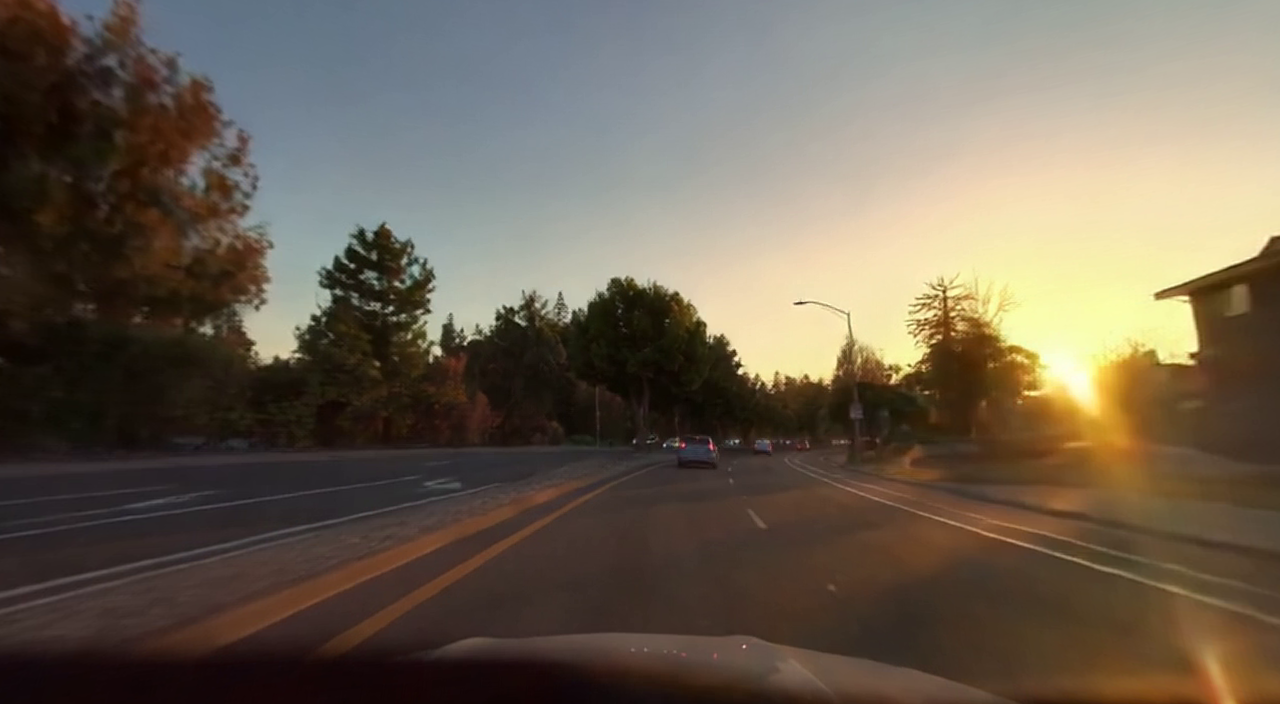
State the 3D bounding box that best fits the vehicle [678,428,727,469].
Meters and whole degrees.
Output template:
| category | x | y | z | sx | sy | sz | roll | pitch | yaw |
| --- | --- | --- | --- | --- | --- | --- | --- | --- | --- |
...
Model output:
| category | x | y | z | sx | sy | sz | roll | pitch | yaw |
| --- | --- | --- | --- | --- | --- | --- | --- | --- | --- |
| vehicle | 3.365 | 5.041 | 32.999 | 2.072 | 2.002 | 4.391 | -1 | -8 | 12 |
